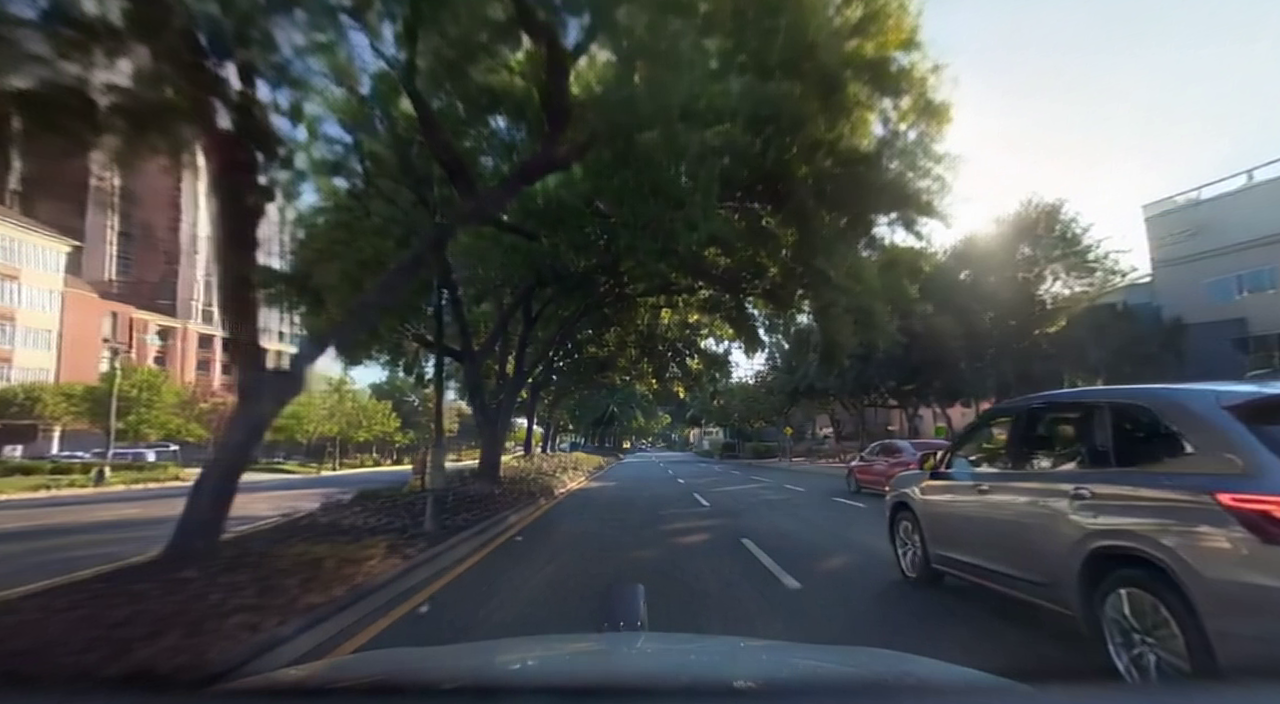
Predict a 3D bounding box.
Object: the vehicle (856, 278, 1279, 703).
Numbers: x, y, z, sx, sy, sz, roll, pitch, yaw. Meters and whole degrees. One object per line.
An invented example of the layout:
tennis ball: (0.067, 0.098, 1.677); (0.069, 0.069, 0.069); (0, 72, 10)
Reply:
vehicle: (3.714, 0.999, 4.417); (2.505, 1.971, 5.162); (0, -9, -1)
